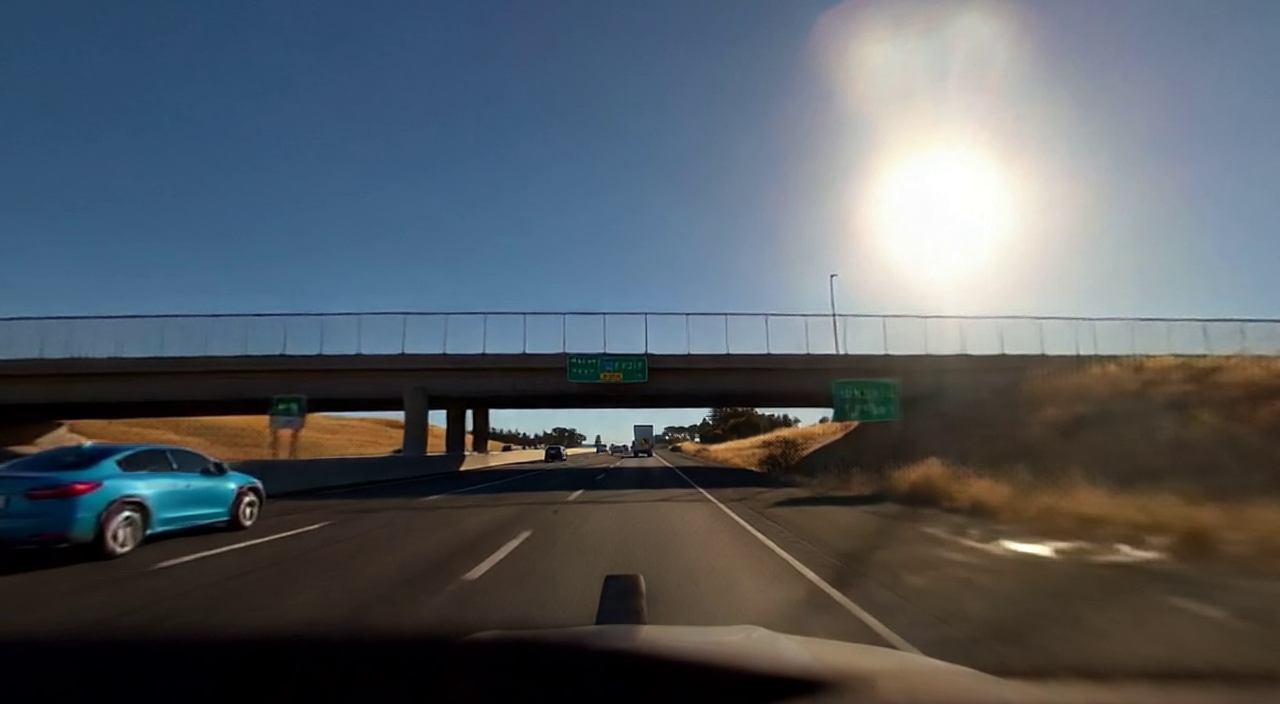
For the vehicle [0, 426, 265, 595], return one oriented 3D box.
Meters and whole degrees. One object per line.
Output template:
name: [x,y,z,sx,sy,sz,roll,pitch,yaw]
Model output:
vehicle: [-6.933,1.711,7.489,2.096,1.541,4.610,0,-8,0]
